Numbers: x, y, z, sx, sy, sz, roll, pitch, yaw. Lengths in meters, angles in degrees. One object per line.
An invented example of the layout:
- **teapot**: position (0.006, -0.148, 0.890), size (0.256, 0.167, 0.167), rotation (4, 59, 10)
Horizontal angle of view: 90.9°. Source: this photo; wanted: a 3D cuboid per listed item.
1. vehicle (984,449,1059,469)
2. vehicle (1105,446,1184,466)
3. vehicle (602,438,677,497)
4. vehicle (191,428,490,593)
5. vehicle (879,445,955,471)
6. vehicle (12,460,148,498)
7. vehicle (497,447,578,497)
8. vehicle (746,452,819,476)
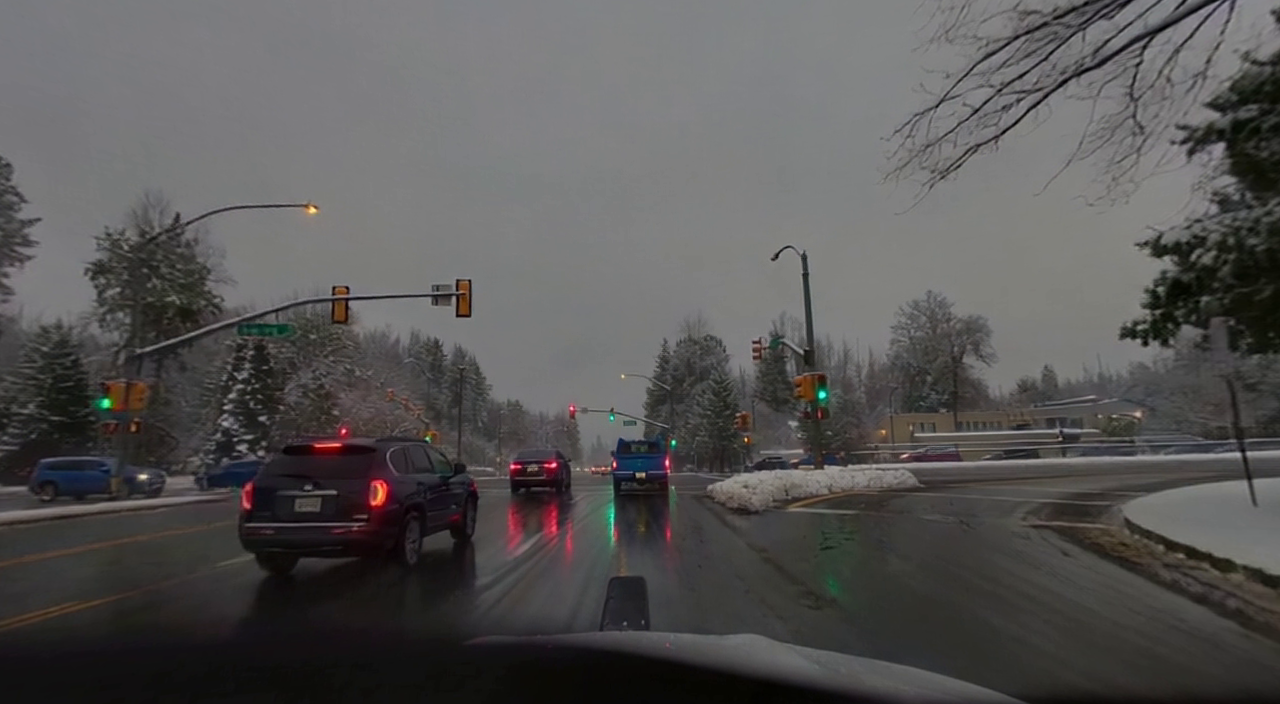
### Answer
- **vehicle**: position (28.650, 8.055, 47.358), size (4.365, 1.448, 1.928), rotation (0, -8, 0)
- **vehicle**: position (37.789, 7.760, 47.231), size (4.525, 1.468, 1.839), rotation (1, -8, -6)
- **vehicle**: position (-0.010, 3.625, 20.198), size (2.163, 1.678, 3.846), rotation (0, -8, 0)
- **vehicle**: position (-3.232, 1.745, 7.731), size (1.960, 1.528, 3.490), rotation (0, -8, -1)
- **vehicle**: position (20.690, 7.971, 47.159), size (4.585, 1.681, 2.140), rotation (-2, -10, -1)
- **vehicle**: position (-27.179, 6.148, 30.701), size (4.623, 1.710, 2.034), rotation (0, -8, 1)
- **vehicle**: position (-3.324, 3.976, 21.296), size (2.013, 1.474, 4.393), rotation (0, -8, 0)
- **vehicle**: position (10.540, 8.329, 46.866), size (4.875, 1.473, 2.077), rotation (-2, -12, -2)
